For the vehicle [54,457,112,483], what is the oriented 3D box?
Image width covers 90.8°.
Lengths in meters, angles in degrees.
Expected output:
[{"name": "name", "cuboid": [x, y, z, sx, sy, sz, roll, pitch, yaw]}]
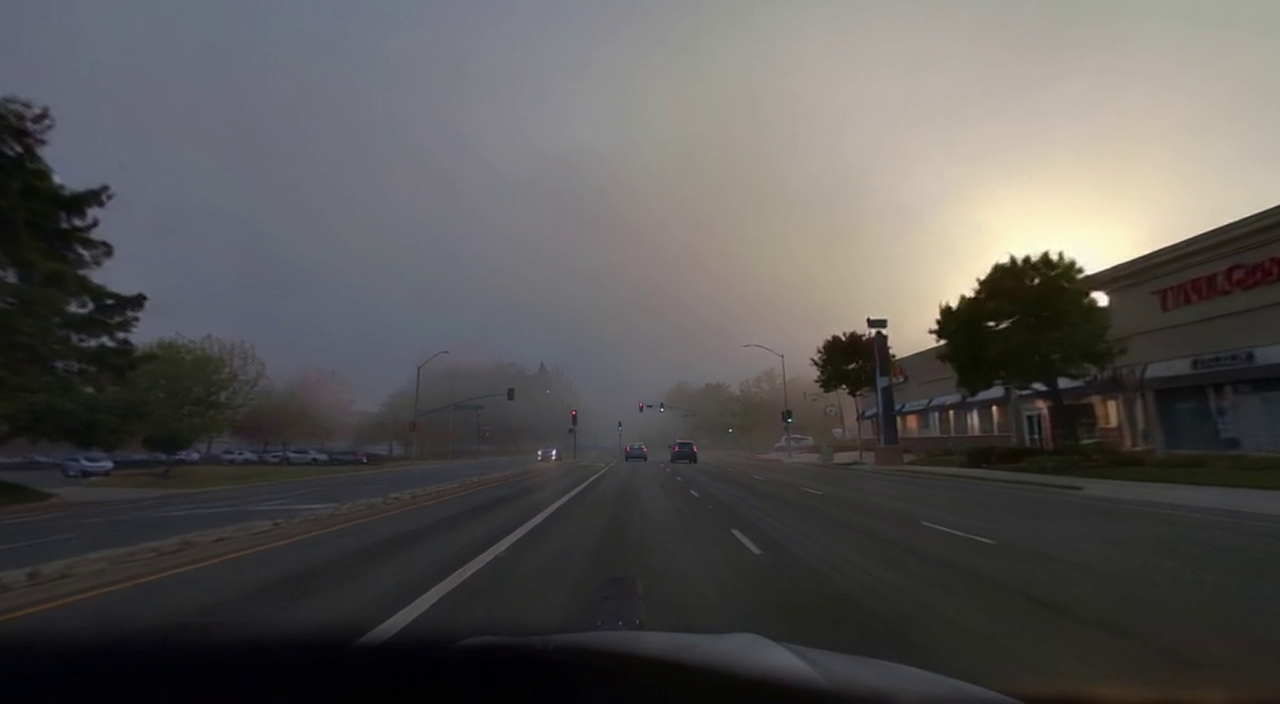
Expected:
[{"name": "vehicle", "cuboid": [-34.327, 7.204, 38.865, 4.381, 1.430, 1.899, -7, -11, 40]}]

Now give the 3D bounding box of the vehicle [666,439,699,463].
[{"name": "vehicle", "cuboid": [3.205, 7.575, 48.331, 2.103, 1.726, 4.385, 0, -9, -1]}]
